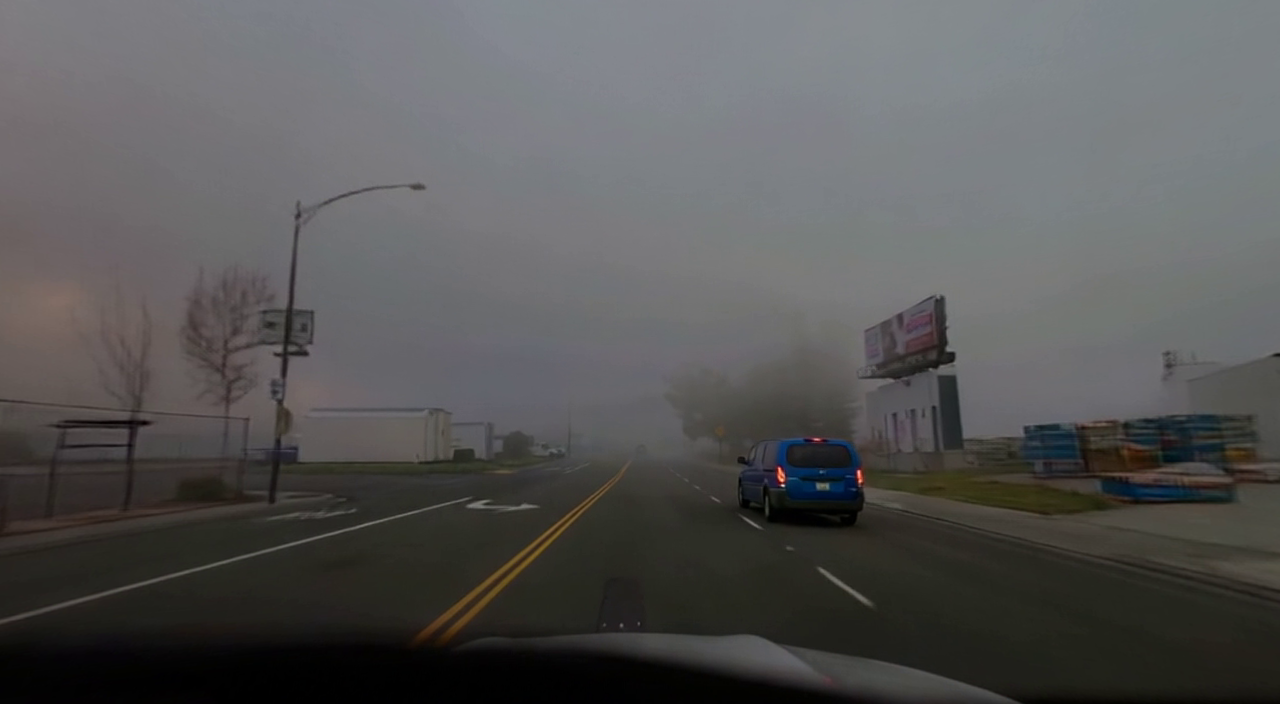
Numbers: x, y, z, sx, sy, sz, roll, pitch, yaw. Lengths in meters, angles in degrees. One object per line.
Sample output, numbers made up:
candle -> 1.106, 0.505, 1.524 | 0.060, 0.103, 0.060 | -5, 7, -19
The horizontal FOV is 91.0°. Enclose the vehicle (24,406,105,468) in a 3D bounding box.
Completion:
vehicle -> -41.373, 6.261, 45.628 | 3.059, 3.984, 10.482 | 7, -12, -37

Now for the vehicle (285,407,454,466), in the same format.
vehicle -> -19.535, 6.199, 46.088 | 10.797, 4.039, 3.044 | 1, -9, -1

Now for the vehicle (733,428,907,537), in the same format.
vehicle -> 3.426, 2.605, 13.225 | 2.202, 1.822, 4.826 | 0, -9, 0

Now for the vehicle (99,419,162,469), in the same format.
vehicle -> -39.823, 7.250, 49.456 | 3.287, 3.586, 7.296 | 7, -12, -37
